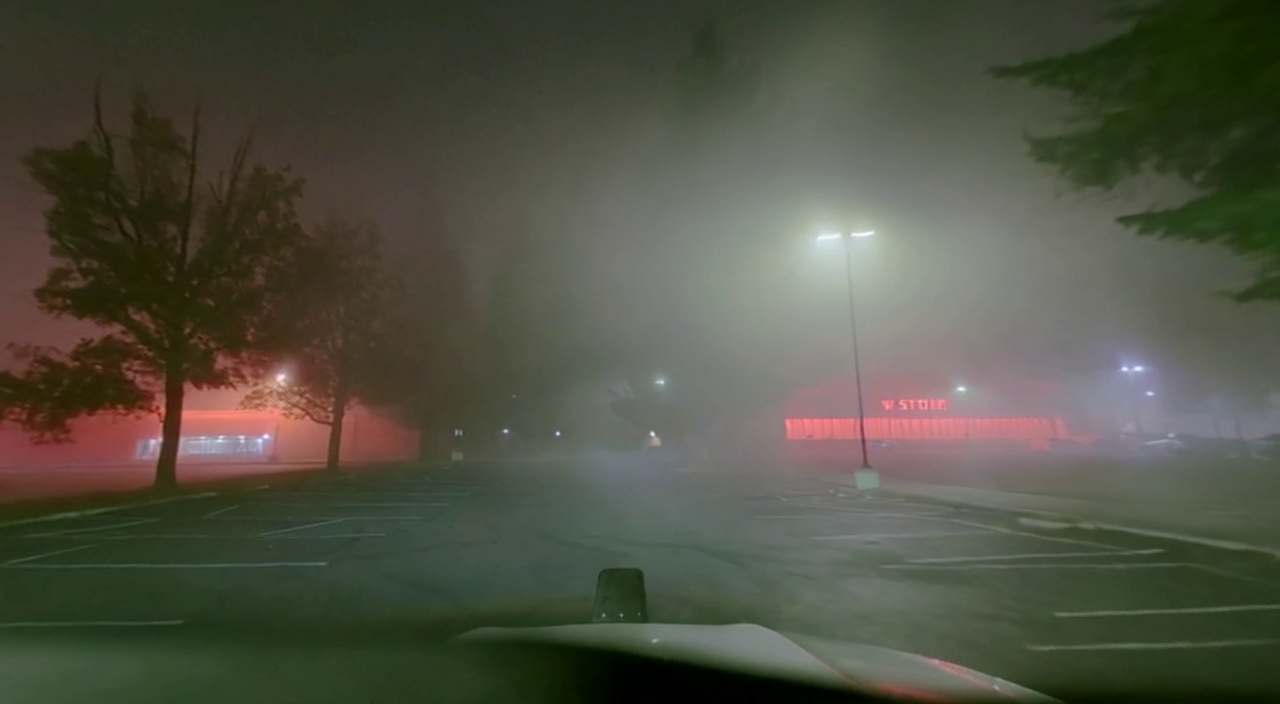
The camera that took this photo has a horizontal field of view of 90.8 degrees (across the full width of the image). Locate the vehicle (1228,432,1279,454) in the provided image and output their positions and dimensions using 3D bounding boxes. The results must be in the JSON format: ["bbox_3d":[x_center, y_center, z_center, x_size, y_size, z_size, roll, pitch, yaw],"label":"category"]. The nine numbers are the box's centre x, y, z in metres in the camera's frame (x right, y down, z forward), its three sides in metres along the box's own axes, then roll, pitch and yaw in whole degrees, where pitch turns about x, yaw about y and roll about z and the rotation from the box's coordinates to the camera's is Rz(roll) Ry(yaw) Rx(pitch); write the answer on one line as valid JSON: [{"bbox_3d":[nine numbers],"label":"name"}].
[{"bbox_3d":[44.683,6.436,44.756,4.206,1.526,1.886,0,-8,-3],"label":"vehicle"}]
